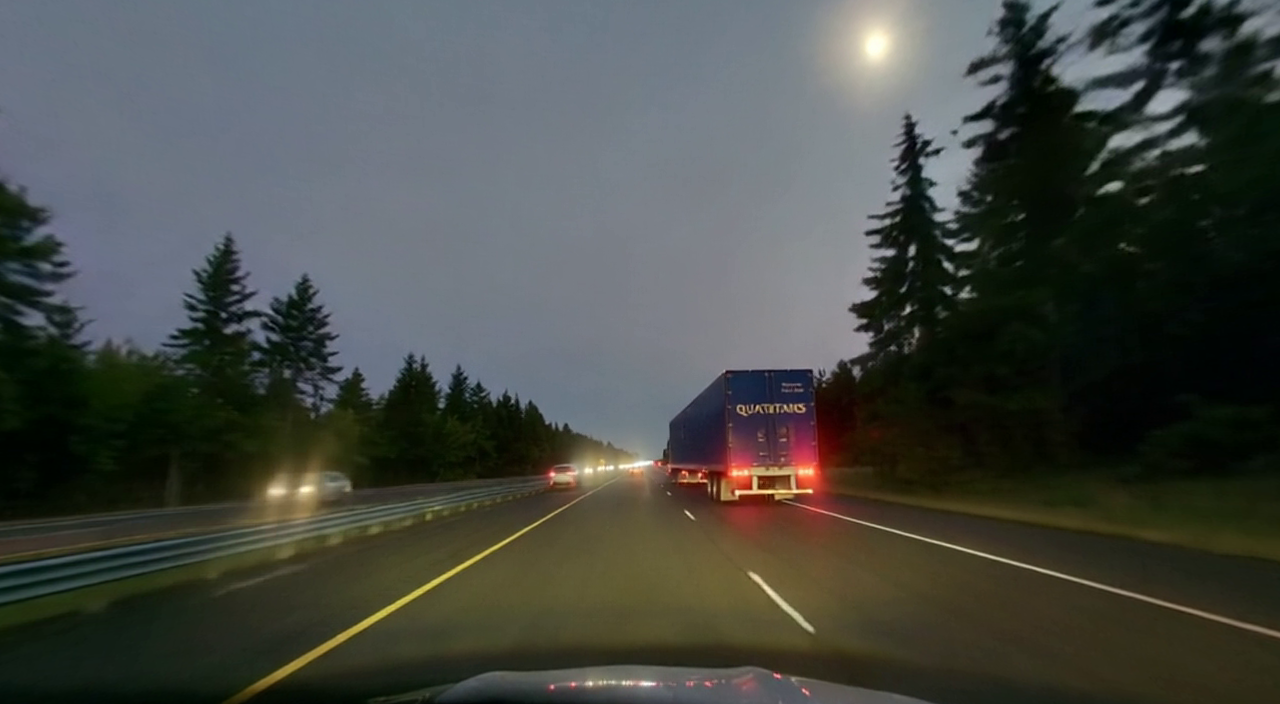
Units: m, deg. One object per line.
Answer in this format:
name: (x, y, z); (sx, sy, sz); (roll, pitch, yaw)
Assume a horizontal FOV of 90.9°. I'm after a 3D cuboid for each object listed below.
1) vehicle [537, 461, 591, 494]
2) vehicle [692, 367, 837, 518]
vehicle: (-3.945, 6.632, 33.512); (2.180, 1.556, 4.895); (0, -10, 1)
vehicle: (3.785, 3.368, 22.343); (2.871, 4.032, 10.642); (1, -10, 0)
